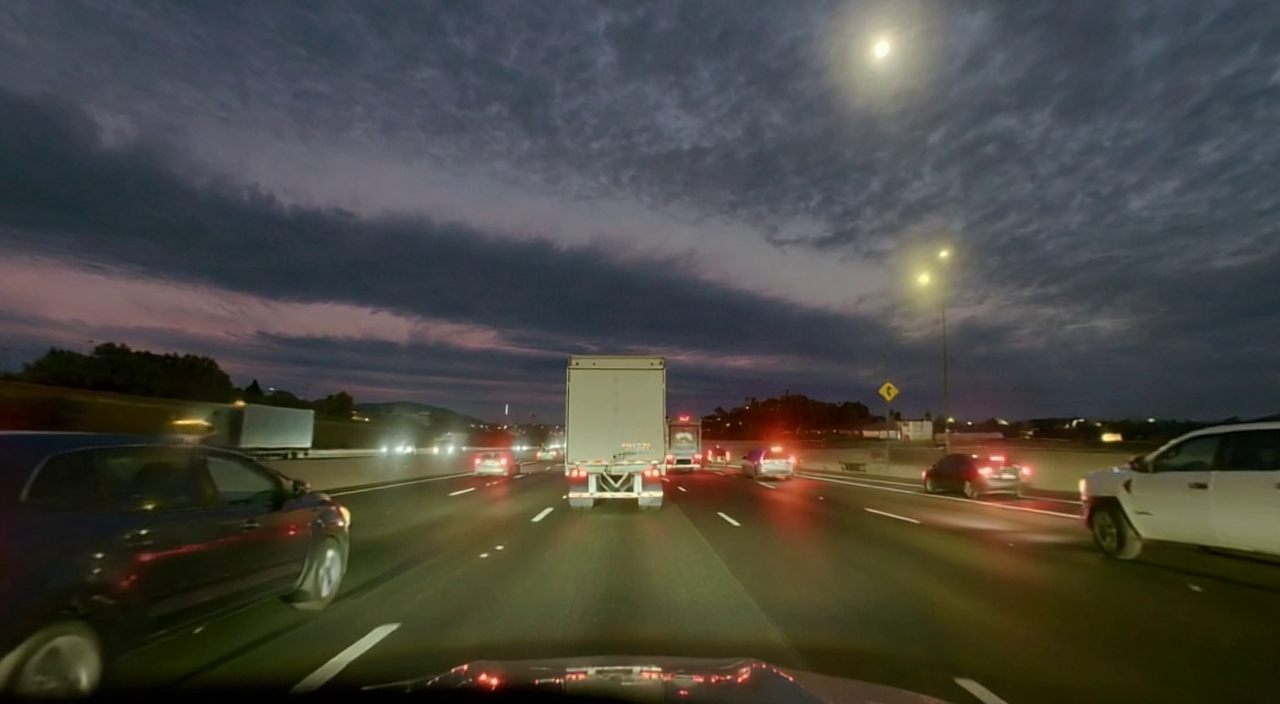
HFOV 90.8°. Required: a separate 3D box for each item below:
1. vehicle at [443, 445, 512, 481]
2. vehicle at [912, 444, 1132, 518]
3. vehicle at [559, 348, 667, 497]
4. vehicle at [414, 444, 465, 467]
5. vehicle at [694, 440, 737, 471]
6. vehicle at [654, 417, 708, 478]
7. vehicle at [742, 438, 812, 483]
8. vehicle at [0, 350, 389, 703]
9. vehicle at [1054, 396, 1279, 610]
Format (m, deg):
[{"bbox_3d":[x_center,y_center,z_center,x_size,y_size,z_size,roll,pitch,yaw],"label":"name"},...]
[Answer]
[{"bbox_3d":[-7.334,5.047,29.074,1.973,1.471,4.779,0,-9,-1],"label":"vehicle"},{"bbox_3d":[8.800,2.989,15.280,2.002,1.472,4.950,0,-9,-4],"label":"vehicle"},{"bbox_3d":[-0.755,2.708,22.636,2.906,4.040,10.743,0,-9,0],"label":"vehicle"},{"bbox_3d":[-13.787,7.117,43.763,2.120,1.496,4.655,0,-8,-2],"label":"vehicle"},{"bbox_3d":[5.475,7.617,46.645,2.297,2.116,5.052,0,-9,-2],"label":"vehicle"},{"bbox_3d":[2.473,6.218,41.028,2.669,3.491,8.645,0,-9,-1],"label":"vehicle"},{"bbox_3d":[6.260,5.036,29.530,2.070,1.888,4.546,0,-9,-2],"label":"vehicle"},{"bbox_3d":[-3.335,1.069,3.872,1.946,1.641,4.105,0,-9,-1],"label":"vehicle"},{"bbox_3d":[6.336,1.259,5.366,2.188,1.731,5.031,0,-9,0],"label":"vehicle"}]
